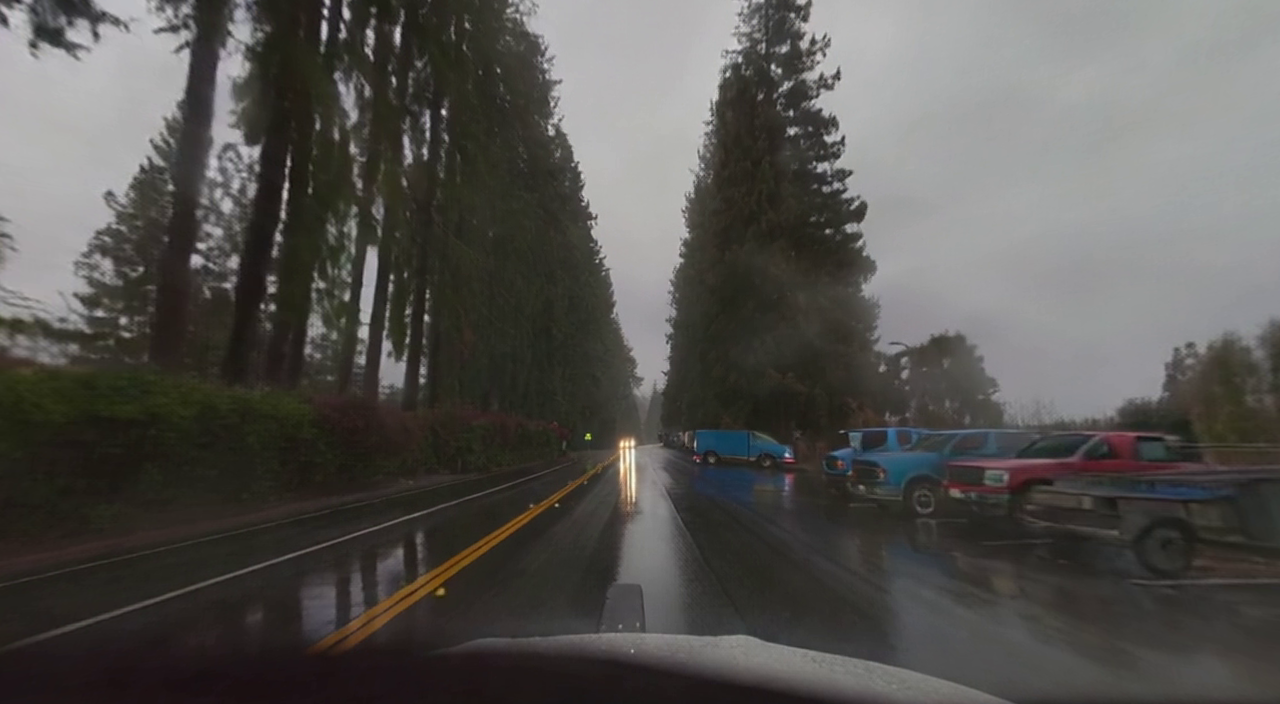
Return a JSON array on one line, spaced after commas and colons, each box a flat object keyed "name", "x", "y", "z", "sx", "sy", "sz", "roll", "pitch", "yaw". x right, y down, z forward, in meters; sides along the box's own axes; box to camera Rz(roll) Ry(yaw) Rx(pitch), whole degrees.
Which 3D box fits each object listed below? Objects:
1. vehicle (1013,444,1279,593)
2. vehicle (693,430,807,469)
[{"name": "vehicle", "x": 6.864, "y": 1.764, "z": 7.202, "sx": 3.989, "sy": 1.412, "sz": 1.931, "roll": 0, "pitch": -8, "yaw": -2}, {"name": "vehicle", "x": 6.006, "y": 5.402, "z": 35.162, "sx": 5.797, "sy": 2.070, "sz": 2.502, "roll": 0, "pitch": -8, "yaw": -1}]
